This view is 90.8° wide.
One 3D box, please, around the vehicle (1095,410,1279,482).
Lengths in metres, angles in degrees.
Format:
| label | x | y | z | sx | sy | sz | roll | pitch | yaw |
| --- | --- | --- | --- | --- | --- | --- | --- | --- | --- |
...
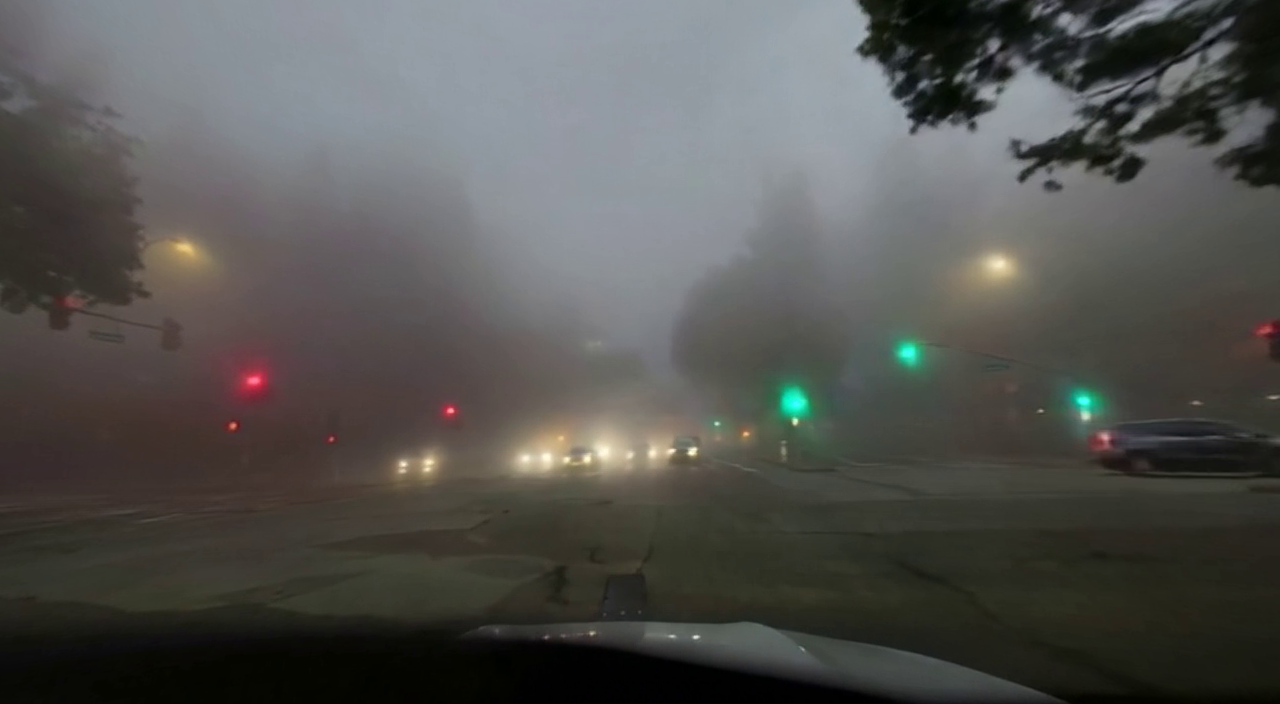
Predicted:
| label | x | y | z | sx | sy | sz | roll | pitch | yaw |
| --- | --- | --- | --- | --- | --- | --- | --- | --- | --- |
| vehicle | 14.900 | 2.443 | 16.372 | 4.652 | 1.674 | 1.998 | -8 | -12 | 43 |

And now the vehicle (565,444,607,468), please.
| label | x | y | z | sx | sy | sz | roll | pitch | yaw |
| --- | --- | --- | --- | --- | --- | --- | --- | --- | --- |
| vehicle | -3.586 | 6.982 | 42.624 | 1.786 | 1.499 | 3.797 | -2 | -9 | 12 |

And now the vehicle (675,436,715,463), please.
| label | x | y | z | sx | sy | sz | roll | pitch | yaw |
| --- | --- | --- | --- | --- | --- | --- | --- | --- | --- |
| vehicle | 3.585 | 6.229 | 40.419 | 2.034 | 1.663 | 4.025 | -2 | -9 | 12 |
